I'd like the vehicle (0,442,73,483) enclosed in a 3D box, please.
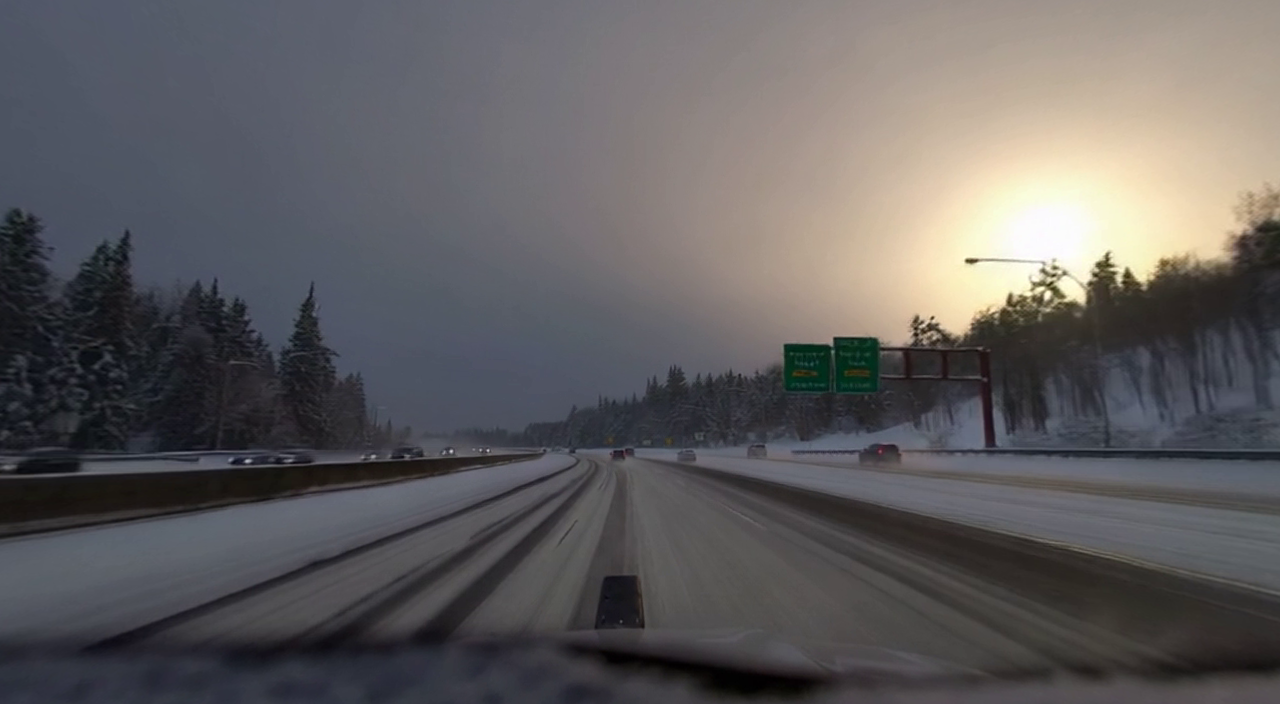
[{"bbox_3d":[-27.603,4.760,27.271,1.937,1.701,4.515,0,-9,-2],"label":"vehicle"}]

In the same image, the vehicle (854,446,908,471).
[{"bbox_3d":[16.273,7.217,42.699,1.955,1.607,4.232,0,-9,0],"label":"vehicle"}]

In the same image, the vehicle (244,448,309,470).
[{"bbox_3d":[-26.577,7.827,46.249,1.922,1.519,4.830,0,-9,-1],"label":"vehicle"}]
